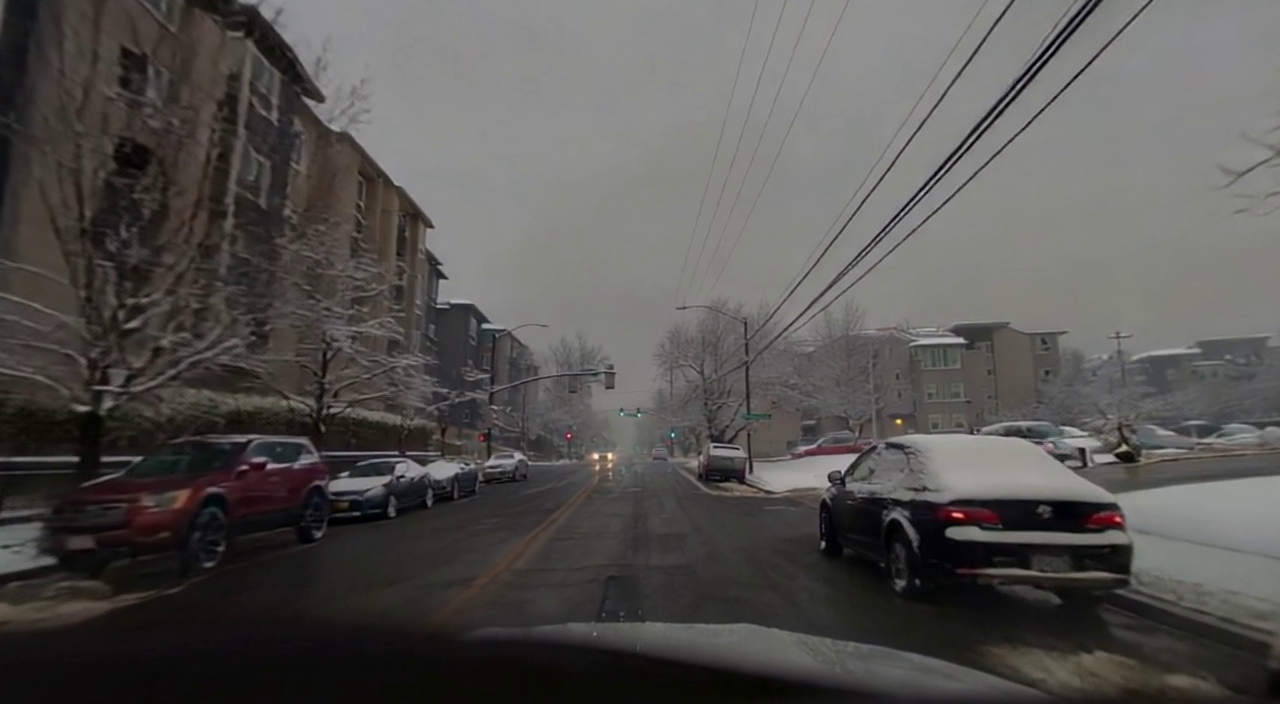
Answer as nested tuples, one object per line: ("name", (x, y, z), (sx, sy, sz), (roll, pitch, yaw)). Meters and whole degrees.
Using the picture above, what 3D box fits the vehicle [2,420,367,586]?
("vehicle", (-6.085, 2.027, 9.413), (1.993, 1.817, 4.619), (0, -8, -1))

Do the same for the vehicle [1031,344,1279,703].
("vehicle", (3.212, 0.663, 1.053), (2.153, 1.685, 4.586), (0, -8, 0))

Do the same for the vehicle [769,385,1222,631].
("vehicle", (3.106, 1.494, 7.012), (2.408, 1.815, 4.462), (0, -9, 0))

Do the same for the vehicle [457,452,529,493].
("vehicle", (-5.975, 4.935, 26.237), (1.934, 1.484, 4.630), (0, -8, 0))

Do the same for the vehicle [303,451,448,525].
("vehicle", (-6.173, 3.174, 15.364), (1.789, 1.462, 4.313), (0, -8, -2))

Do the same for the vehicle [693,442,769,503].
("vehicle", (3.122, 4.219, 22.727), (2.034, 1.689, 4.978), (0, -5, 0))
